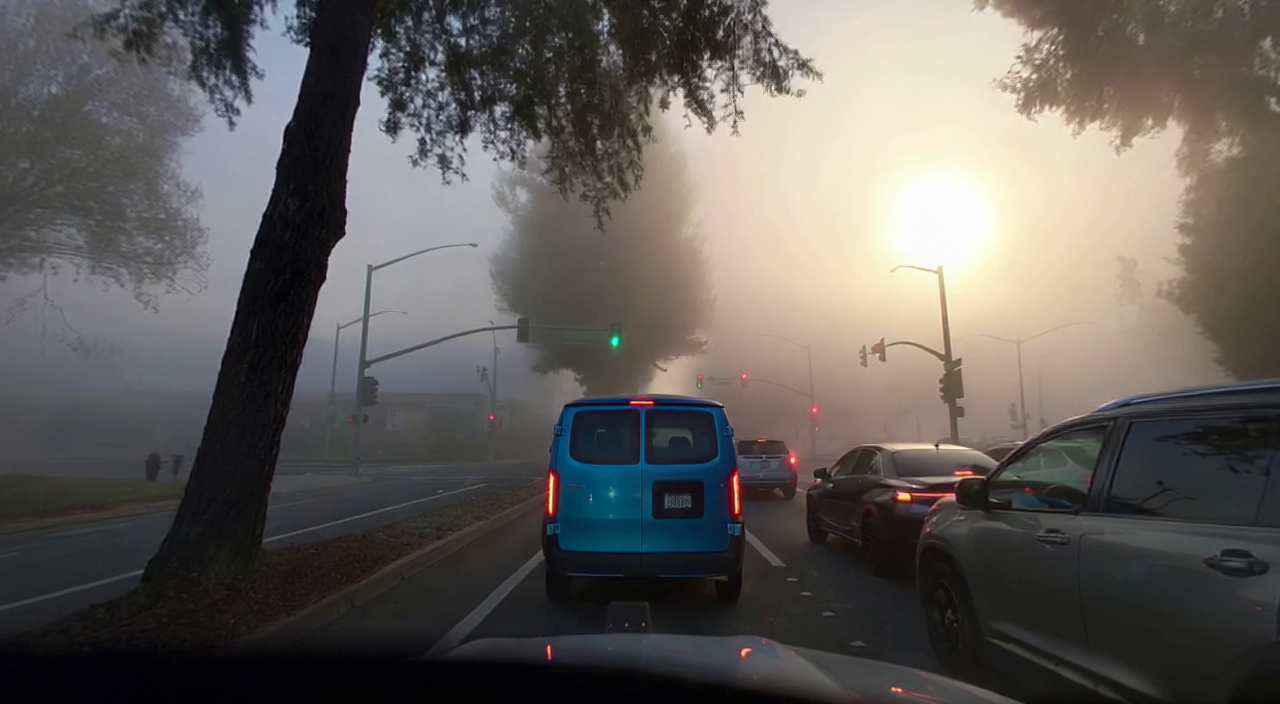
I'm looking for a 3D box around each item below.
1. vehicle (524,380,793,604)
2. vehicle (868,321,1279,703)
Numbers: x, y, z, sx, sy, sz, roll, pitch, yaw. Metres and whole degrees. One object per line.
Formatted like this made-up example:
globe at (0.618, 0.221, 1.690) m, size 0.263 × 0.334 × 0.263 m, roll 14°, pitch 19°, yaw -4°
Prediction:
vehicle at (0.166, 1.464, 7.425) m, size 2.185 × 1.822 × 4.391 m, roll 0°, pitch -8°, yaw 0°
vehicle at (2.901, 0.946, 3.189) m, size 1.971 × 1.663 × 4.287 m, roll 0°, pitch -8°, yaw 2°
